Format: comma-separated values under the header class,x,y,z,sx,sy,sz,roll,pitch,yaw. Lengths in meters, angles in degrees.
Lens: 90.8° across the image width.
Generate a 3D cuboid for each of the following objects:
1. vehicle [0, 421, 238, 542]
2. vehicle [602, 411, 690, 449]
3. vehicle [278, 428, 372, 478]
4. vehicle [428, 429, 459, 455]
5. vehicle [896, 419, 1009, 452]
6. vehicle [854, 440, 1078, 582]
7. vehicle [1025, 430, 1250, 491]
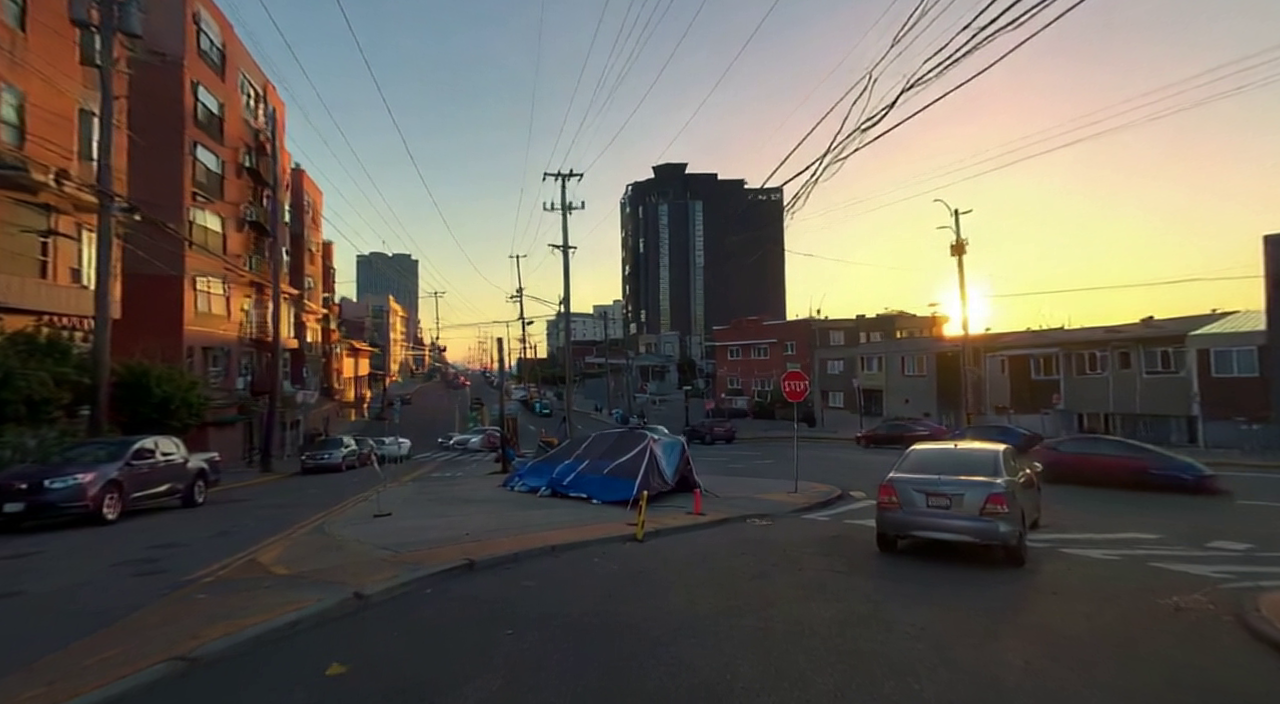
class,x,y,z,sx,sy,sz,roll,pitch,yaw
vehicle,-10.068,2.333,12.179,1.934,1.798,5.317,1,-8,-10
vehicle,0.236,4.512,36.170,2.152,1.970,5.506,5,-10,-35
vehicle,-12.898,4.151,26.284,2.054,1.800,5.212,1,-8,-10
vehicle,-14.364,6.538,46.038,1.987,1.686,3.971,0,-8,-19
vehicle,14.921,4.043,30.367,1.790,1.468,4.422,6,-10,-38
vehicle,5.175,2.215,9.771,1.945,1.647,4.160,-8,-11,42
vehicle,14.057,3.052,18.138,1.904,1.498,4.642,6,-10,-38
